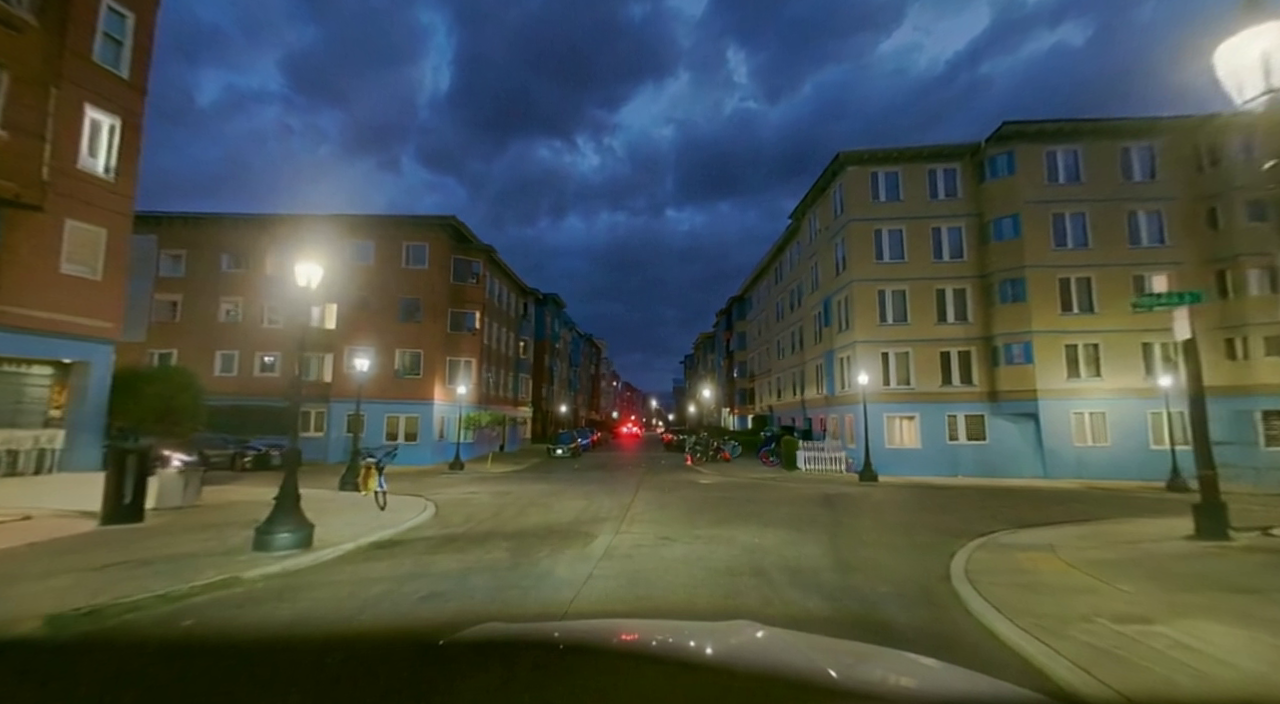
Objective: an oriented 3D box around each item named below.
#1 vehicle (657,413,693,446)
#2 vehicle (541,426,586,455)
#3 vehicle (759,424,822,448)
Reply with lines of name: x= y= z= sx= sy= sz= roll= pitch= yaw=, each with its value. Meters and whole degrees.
vehicle: x=2.341 y=5.313 z=43.069 sx=2.072 sy=2.074 sz=4.358 roll=0 pitch=-7 yaw=-2
vehicle: x=-4.054 y=4.760 z=33.985 sx=1.897 sy=1.431 sz=3.741 roll=0 pitch=-7 yaw=1
vehicle: x=9.027 y=5.065 z=37.902 sx=3.404 sy=1.431 sz=1.641 roll=0 pitch=-7 yaw=0
